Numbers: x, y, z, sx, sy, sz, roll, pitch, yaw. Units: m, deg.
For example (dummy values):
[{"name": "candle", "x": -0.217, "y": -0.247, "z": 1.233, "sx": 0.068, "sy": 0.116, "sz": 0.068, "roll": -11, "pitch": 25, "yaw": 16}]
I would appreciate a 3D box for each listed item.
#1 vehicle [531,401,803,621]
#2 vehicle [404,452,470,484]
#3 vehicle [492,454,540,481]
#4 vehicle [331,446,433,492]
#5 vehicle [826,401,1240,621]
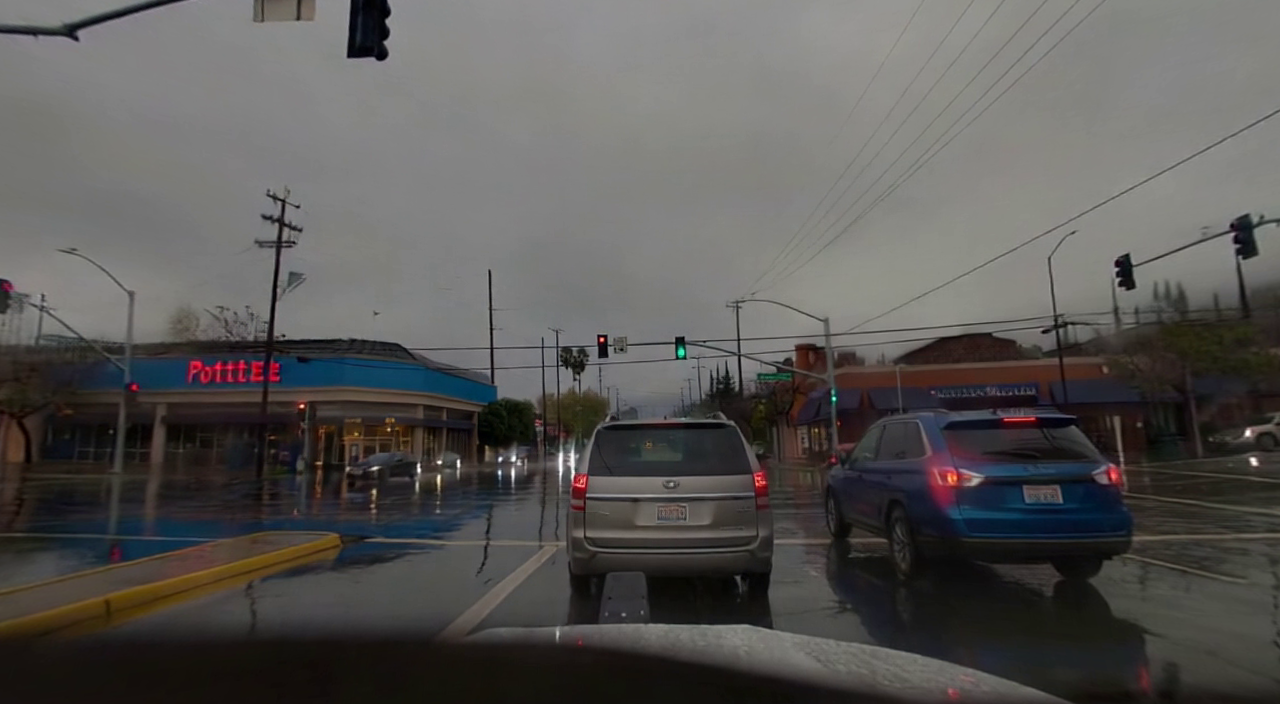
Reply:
[{"name": "vehicle", "x": 0.258, "y": 1.514, "z": 6.860, "sx": 2.098, "sy": 1.682, "sz": 3.778, "roll": 0, "pitch": -8, "yaw": 2}, {"name": "vehicle", "x": -12.664, "y": 7.222, "z": 39.721, "sx": 2.090, "sy": 1.806, "sz": 4.971, "roll": -1, "pitch": -8, "yaw": 5}, {"name": "vehicle", "x": -8.619, "y": 8.072, "z": 44.263, "sx": 1.957, "sy": 1.709, "sz": 4.574, "roll": -1, "pitch": -8, "yaw": 6}, {"name": "vehicle", "x": -10.530, "y": 4.762, "z": 26.163, "sx": 2.023, "sy": 1.713, "sz": 4.451, "roll": -1, "pitch": -8, "yaw": 5}, {"name": "vehicle", "x": 3.619, "y": 1.522, "z": 6.986, "sx": 1.976, "sy": 1.664, "sz": 4.189, "roll": 0, "pitch": -8, "yaw": 2}]
